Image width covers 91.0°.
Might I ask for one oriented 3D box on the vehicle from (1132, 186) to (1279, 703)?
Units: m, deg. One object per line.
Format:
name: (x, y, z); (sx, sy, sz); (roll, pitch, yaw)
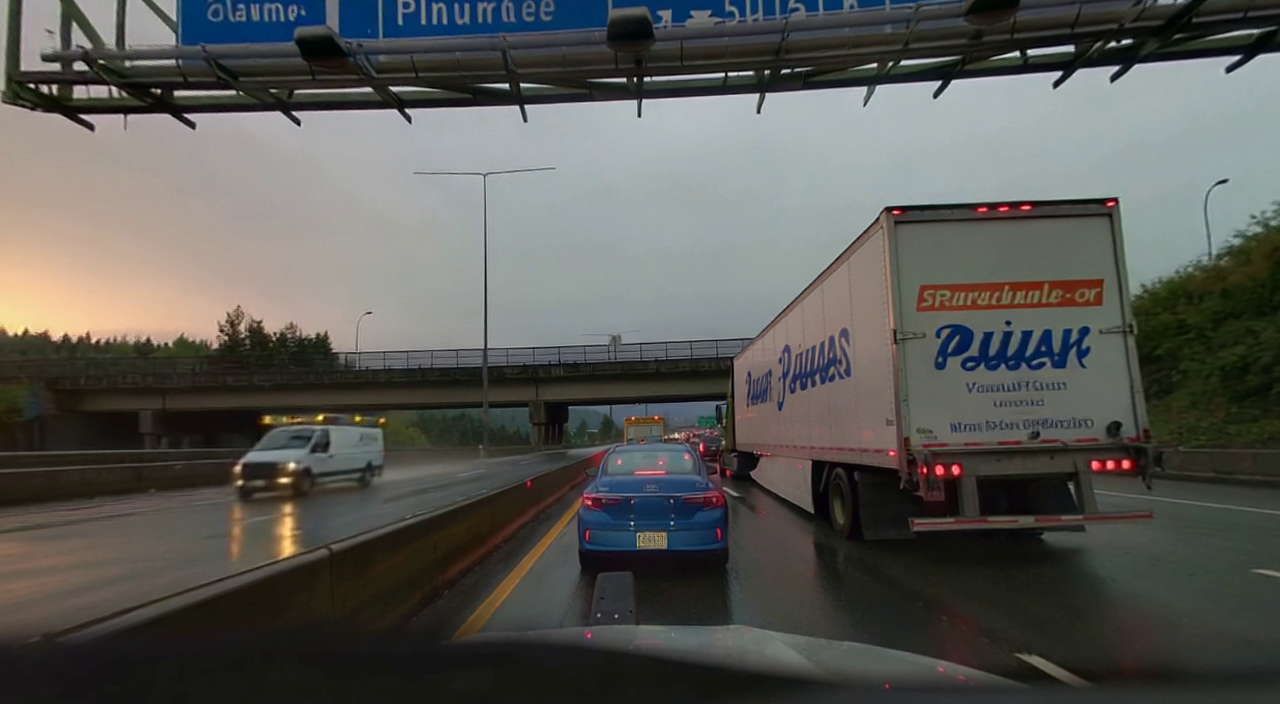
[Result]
vehicle: (4.730, 0.116, 0.643); (2.892, 2.615, 6.650); (0, -8, -2)

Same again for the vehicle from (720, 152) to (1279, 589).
vehicle: (4.197, 1.067, 12.962); (2.827, 4.081, 14.305); (0, -8, -2)

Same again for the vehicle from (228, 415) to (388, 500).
vehicle: (-12.360, 3.971, 24.247); (2.524, 2.800, 6.564); (-1, -8, 1)

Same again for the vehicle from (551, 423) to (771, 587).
vehicle: (0.180, 1.681, 7.712); (2.045, 1.490, 3.597); (-1, -8, 0)
